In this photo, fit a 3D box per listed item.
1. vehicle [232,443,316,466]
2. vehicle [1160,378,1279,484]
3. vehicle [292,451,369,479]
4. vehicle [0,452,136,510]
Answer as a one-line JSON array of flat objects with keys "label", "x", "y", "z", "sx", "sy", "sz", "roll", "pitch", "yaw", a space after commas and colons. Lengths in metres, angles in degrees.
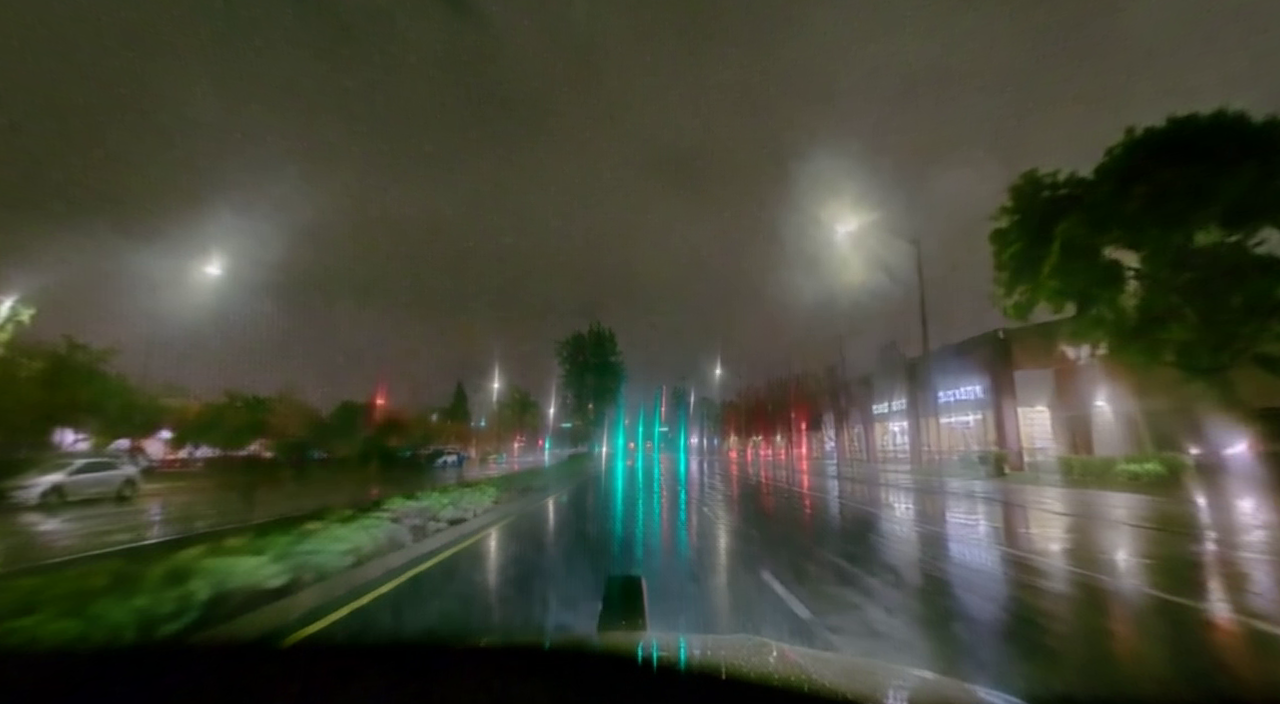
[{"label": "vehicle", "x": -26.413, "y": 7.415, "z": 45.470, "sx": 4.727, "sy": 1.611, "sz": 1.960, "roll": 1, "pitch": -9, "yaw": -7}, {"label": "vehicle", "x": 21.652, "y": 2.629, "z": 20.603, "sx": 2.977, "sy": 3.311, "sz": 6.892, "roll": 0, "pitch": -9, "yaw": -1}, {"label": "vehicle", "x": -18.806, "y": 6.867, "z": 38.441, "sx": 2.121, "sy": 1.567, "sz": 5.042, "roll": 0, "pitch": -9, "yaw": 0}, {"label": "vehicle", "x": -19.171, "y": 4.024, "z": 20.032, "sx": 2.071, "sy": 1.595, "sz": 4.822, "roll": 0, "pitch": -9, "yaw": 1}]
